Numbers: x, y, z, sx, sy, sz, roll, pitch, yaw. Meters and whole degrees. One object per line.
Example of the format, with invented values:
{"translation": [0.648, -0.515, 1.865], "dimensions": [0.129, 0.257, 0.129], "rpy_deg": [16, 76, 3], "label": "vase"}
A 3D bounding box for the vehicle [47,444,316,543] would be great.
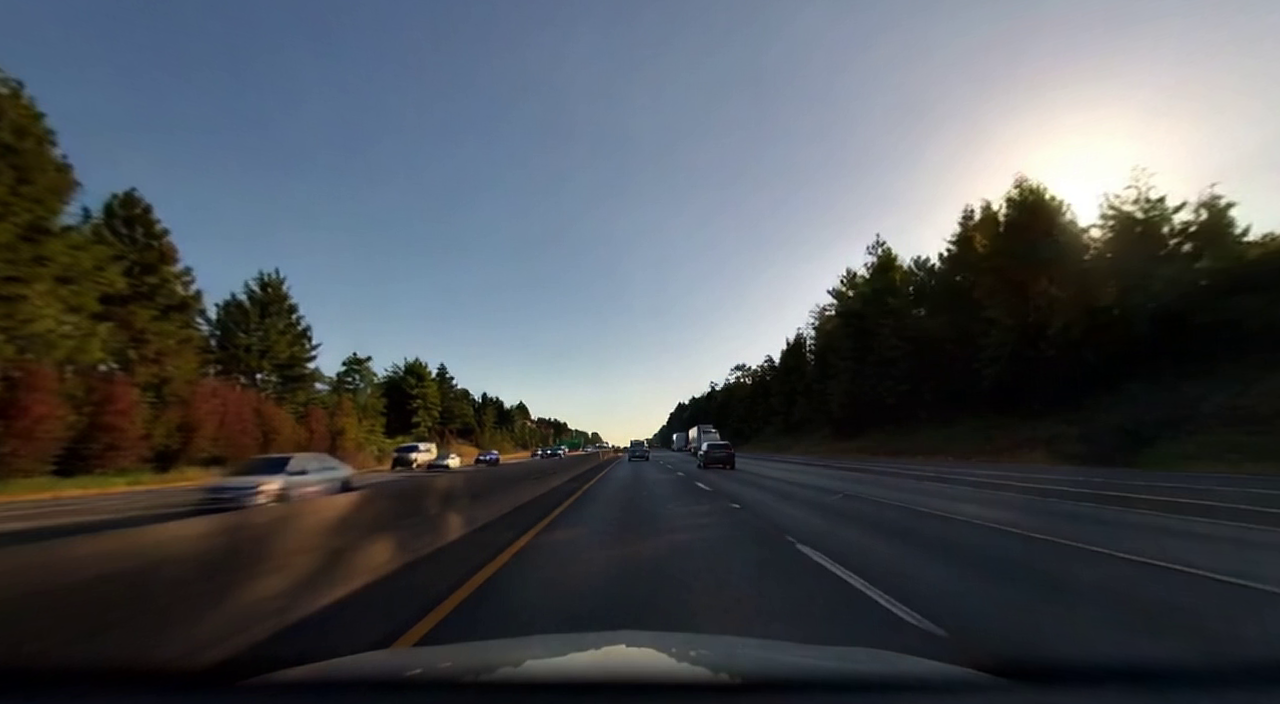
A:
{"translation": [-8.723, 2.680, 12.643], "dimensions": [1.945, 1.578, 4.576], "rpy_deg": [0, -9, 0], "label": "vehicle"}

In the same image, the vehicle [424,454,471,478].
{"translation": [-12.573, 7.452, 41.267], "dimensions": [1.827, 1.492, 3.878], "rpy_deg": [0, -9, 0], "label": "vehicle"}

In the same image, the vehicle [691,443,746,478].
{"translation": [3.704, 5.220, 30.424], "dimensions": [2.025, 1.534, 4.179], "rpy_deg": [0, -9, -1], "label": "vehicle"}

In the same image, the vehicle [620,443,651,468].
{"translation": [-0.345, 7.351, 44.820], "dimensions": [2.114, 1.706, 4.106], "rpy_deg": [0, -9, -1], "label": "vehicle"}
